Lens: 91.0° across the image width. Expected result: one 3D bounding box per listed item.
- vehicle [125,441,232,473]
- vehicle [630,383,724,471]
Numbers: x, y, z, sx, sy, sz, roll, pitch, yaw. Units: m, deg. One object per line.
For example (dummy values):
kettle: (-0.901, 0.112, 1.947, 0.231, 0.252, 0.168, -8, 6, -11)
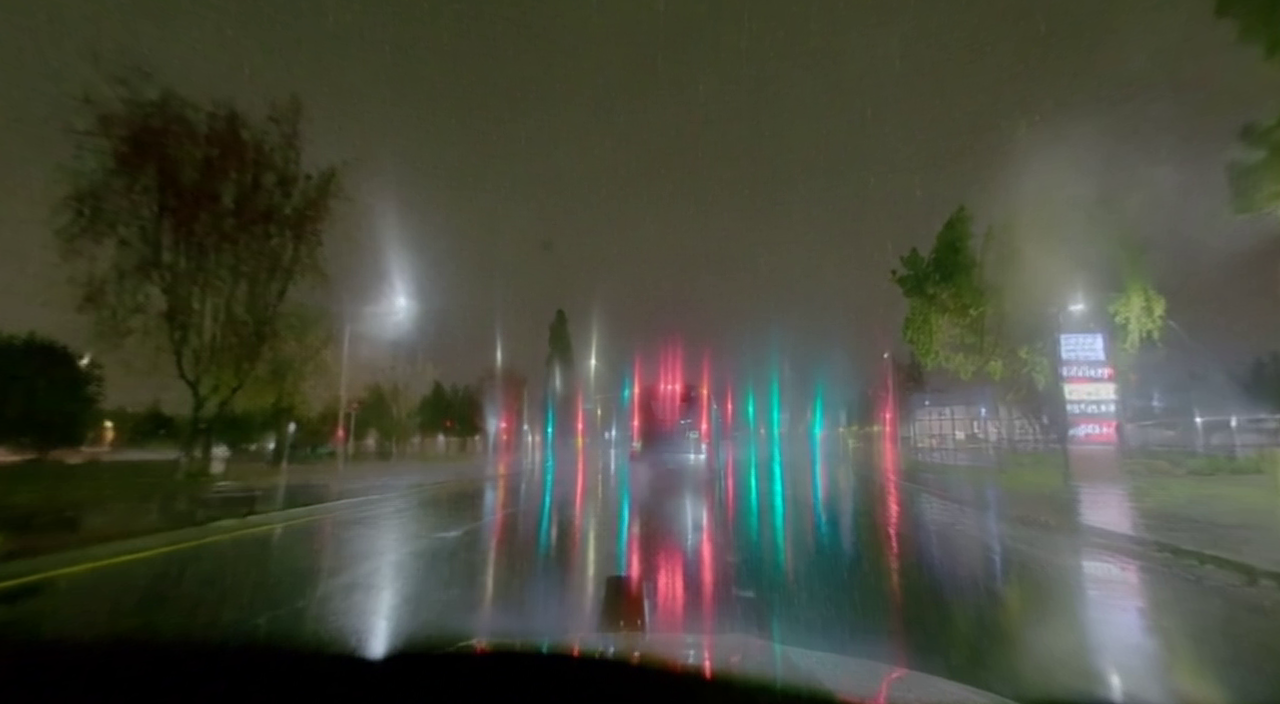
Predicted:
vehicle: (-26.066, 5.935, 35.769, 1.798, 1.484, 4.546, -5, -7, 24)
vehicle: (2.119, 3.731, 30.078, 3.031, 3.429, 11.005, -2, -9, 11)
